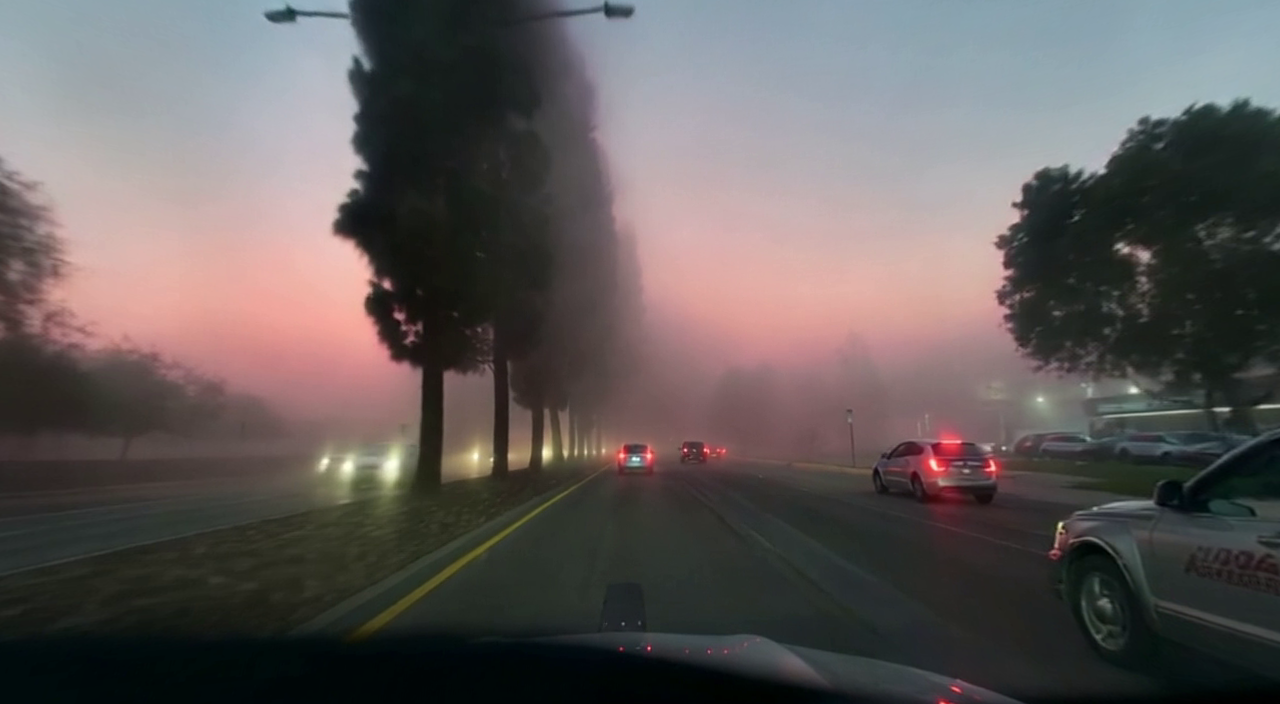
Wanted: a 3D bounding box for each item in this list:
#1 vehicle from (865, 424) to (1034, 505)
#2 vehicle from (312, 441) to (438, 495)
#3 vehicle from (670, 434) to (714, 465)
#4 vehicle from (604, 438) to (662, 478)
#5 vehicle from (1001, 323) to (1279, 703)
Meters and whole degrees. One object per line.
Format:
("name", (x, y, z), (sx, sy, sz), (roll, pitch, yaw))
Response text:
("vehicle", (7.656, 2.814, 16.159), (2.090, 1.768, 4.407), (0, -8, 0))
("vehicle", (-8.698, 3.812, 21.145), (2.082, 1.588, 4.710), (0, -8, 1))
("vehicle", (3.726, 7.164, 46.257), (2.716, 2.131, 5.766), (0, -8, 0))
("vehicle", (-0.258, 4.558, 27.191), (2.315, 1.563, 4.080), (0, -8, 0))
("vehicle", (3.495, 0.706, 1.897), (2.090, 1.763, 4.560), (0, -8, 0))
